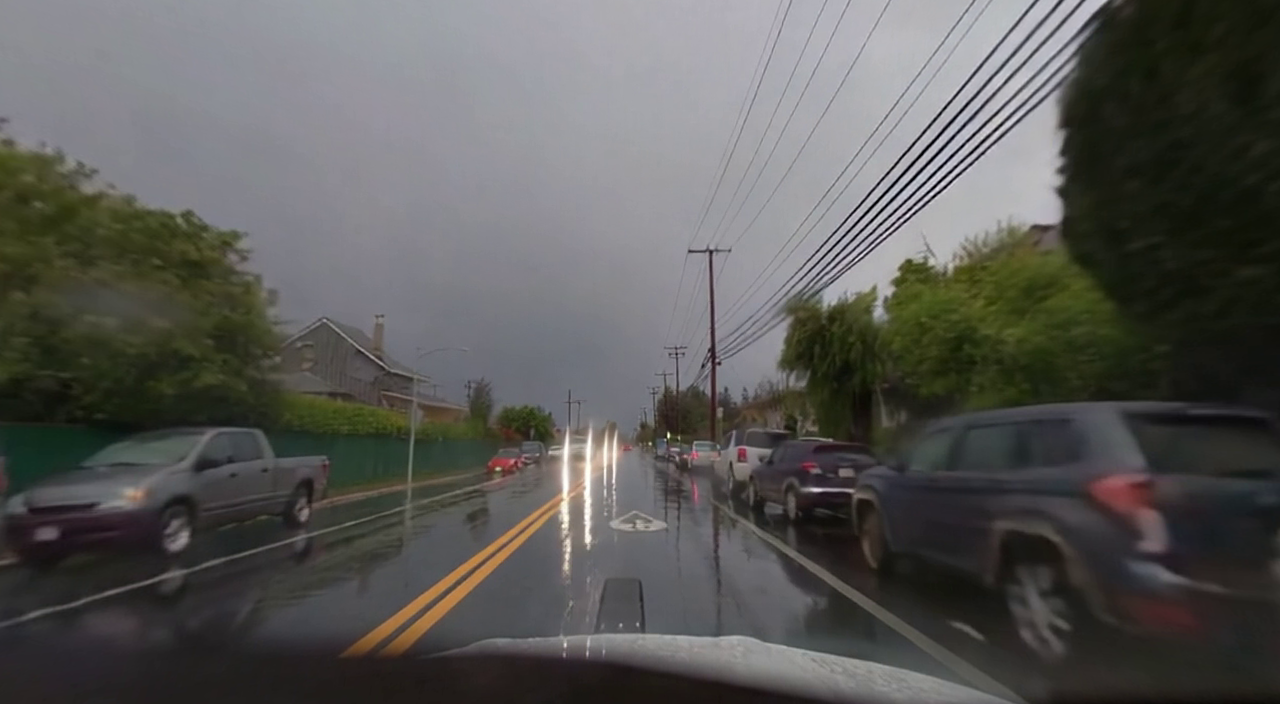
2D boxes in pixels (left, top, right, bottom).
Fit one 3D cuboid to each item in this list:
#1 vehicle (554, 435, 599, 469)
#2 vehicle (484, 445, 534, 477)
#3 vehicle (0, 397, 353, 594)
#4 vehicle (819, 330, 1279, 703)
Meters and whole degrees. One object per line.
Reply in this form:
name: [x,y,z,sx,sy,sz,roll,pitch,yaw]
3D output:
vehicle: [-3.863,6.209,39.327,2.194,1.935,4.807,0,-9,1]
vehicle: [-6.921,5.770,33.746,1.866,1.487,4.416,-1,-8,-2]
vehicle: [-6.688,1.911,9.573,2.195,2.033,5.741,-1,-8,-2]
vehicle: [3.315,1.176,4.767,2.338,1.822,4.877,0,-9,-2]
